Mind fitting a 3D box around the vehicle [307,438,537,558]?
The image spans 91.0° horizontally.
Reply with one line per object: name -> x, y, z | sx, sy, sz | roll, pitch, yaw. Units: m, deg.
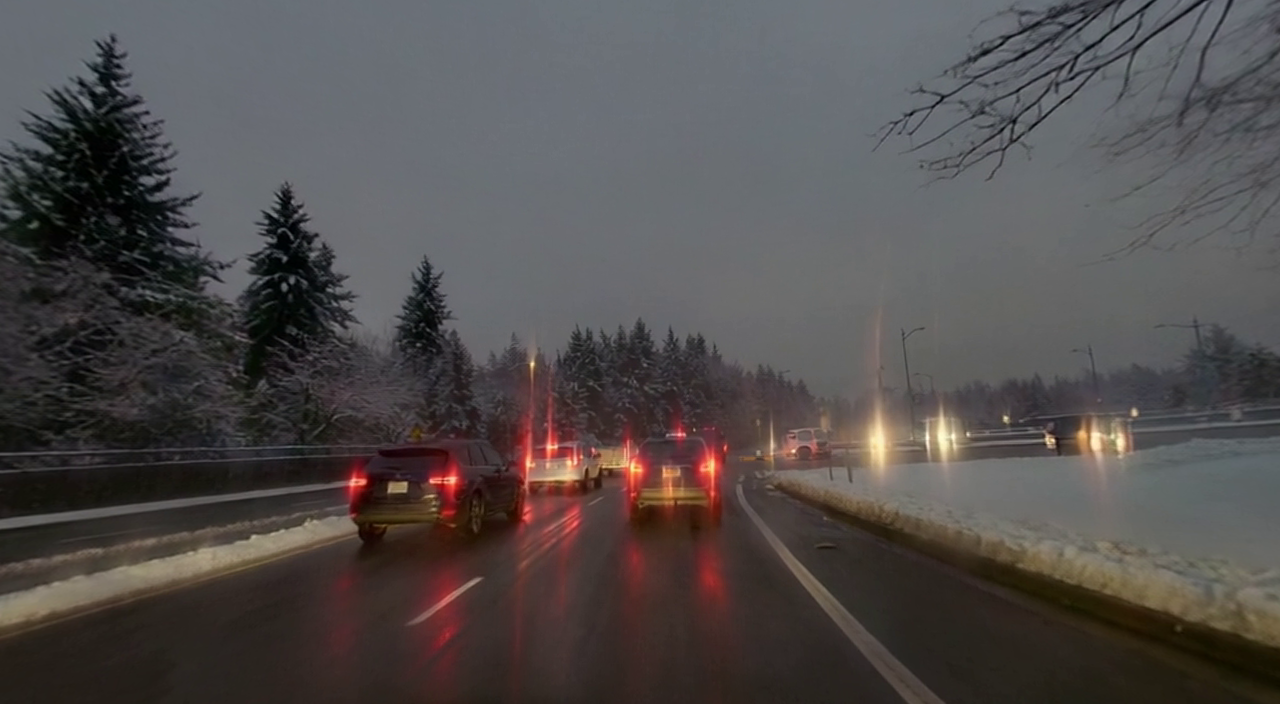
vehicle -> -3.129, 2.178, 10.168 | 1.940, 1.502, 4.241 | -1, -9, 4

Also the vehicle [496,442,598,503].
vehicle -> -2.490, 3.340, 17.915 | 1.870, 1.490, 4.187 | -1, -9, 6

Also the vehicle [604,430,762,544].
vehicle -> 0.632, 2.156, 10.691 | 2.142, 1.528, 4.133 | 0, -9, 2

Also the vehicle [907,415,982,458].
vehicle -> 14.992, 4.241, 31.317 | 2.288, 1.933, 4.612 | -2, -9, 13
